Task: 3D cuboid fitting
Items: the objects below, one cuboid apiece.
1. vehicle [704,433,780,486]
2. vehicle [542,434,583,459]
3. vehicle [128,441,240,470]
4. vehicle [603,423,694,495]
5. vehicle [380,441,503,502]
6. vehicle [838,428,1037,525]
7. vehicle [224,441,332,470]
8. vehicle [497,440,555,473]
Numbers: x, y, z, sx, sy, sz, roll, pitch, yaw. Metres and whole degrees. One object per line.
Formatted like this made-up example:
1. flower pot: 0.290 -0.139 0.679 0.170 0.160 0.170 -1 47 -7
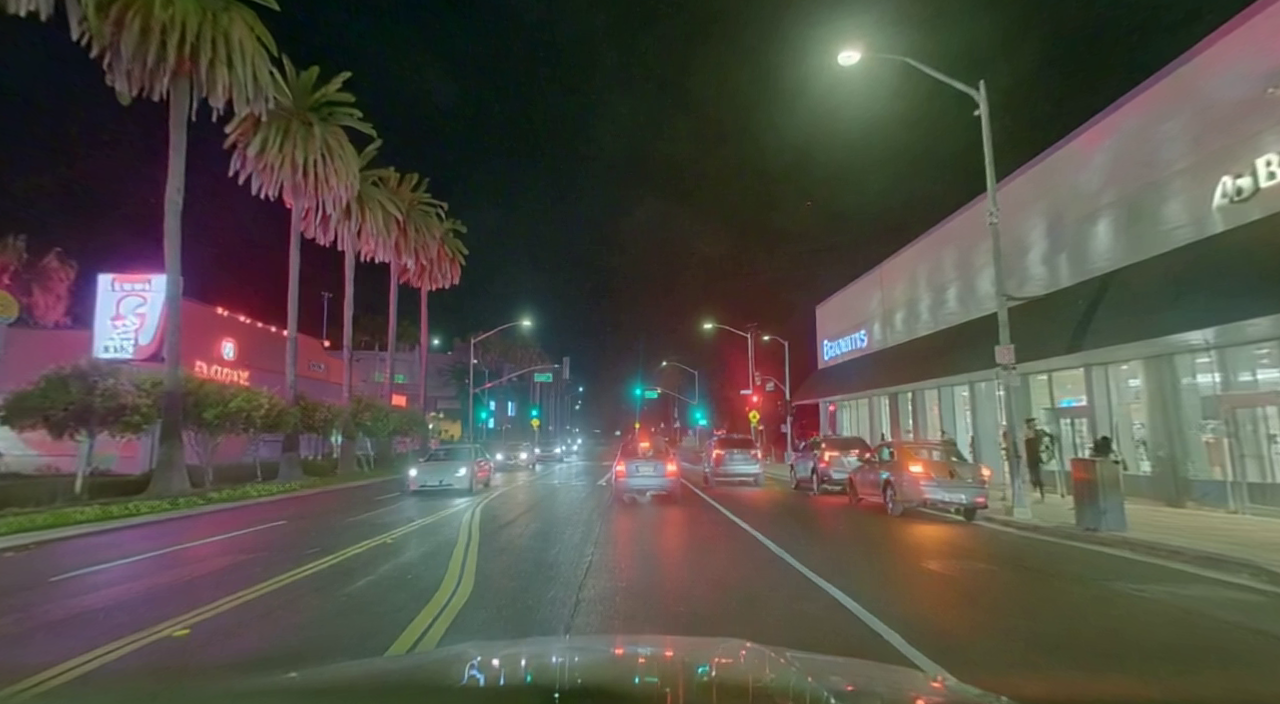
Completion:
1. vehicle: 3.602 3.907 23.243 2.070 1.711 4.480 0 -8 0
2. vehicle: -5.633 6.966 46.569 2.341 1.762 4.865 0 -8 0
3. vehicle: -25.735 5.817 35.883 1.873 1.507 4.809 -3 -8 23
4. vehicle: 0.172 3.018 18.166 2.264 1.798 4.531 0 -8 -1
5. vehicle: -5.192 3.173 17.284 1.946 1.412 4.657 0 -8 -1
6. vehicle: 6.137 2.611 13.830 2.008 1.729 4.647 0 -8 -1
7. vehicle: -19.669 5.635 34.513 1.759 1.457 4.727 -7 -11 37
8. vehicle: -5.525 5.132 31.291 2.092 1.504 4.374 0 -8 -1
